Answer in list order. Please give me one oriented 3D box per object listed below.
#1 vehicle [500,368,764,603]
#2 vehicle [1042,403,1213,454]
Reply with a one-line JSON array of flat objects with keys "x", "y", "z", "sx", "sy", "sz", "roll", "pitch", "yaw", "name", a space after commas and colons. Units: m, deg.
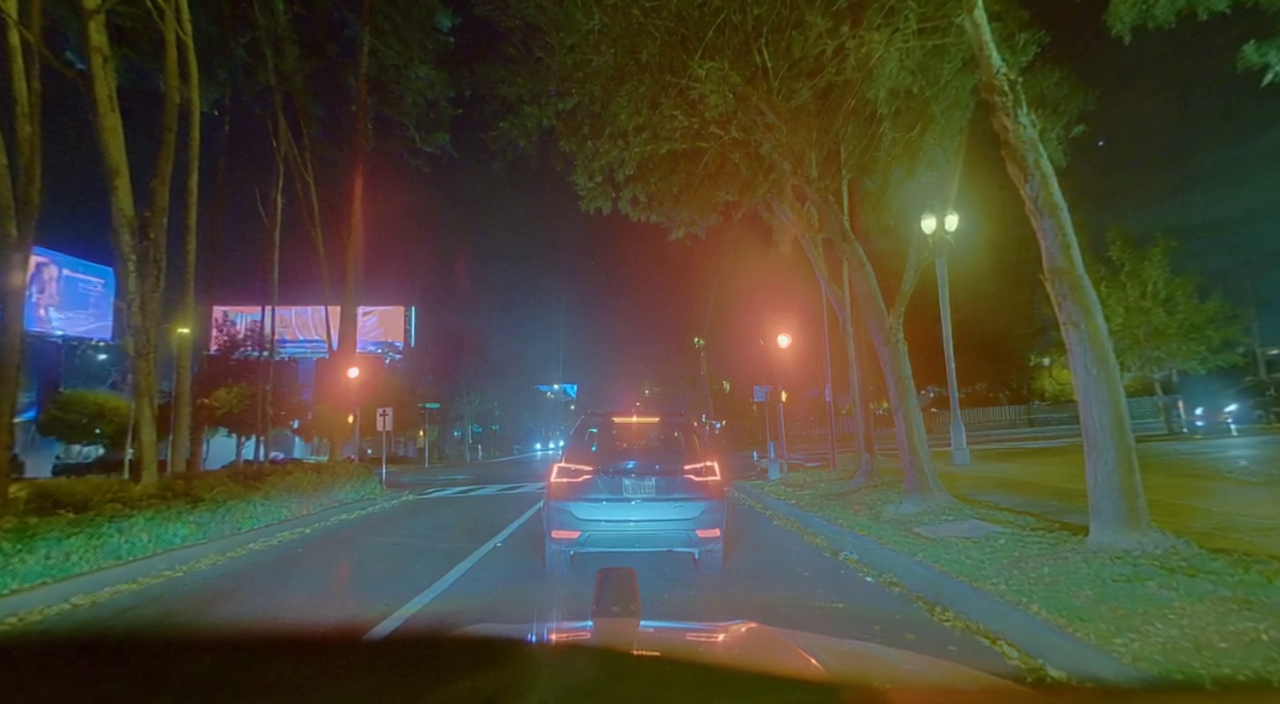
[{"x": -0.063, "y": 1.361, "z": 7.135, "sx": 2.142, "sy": 1.904, "sz": 3.816, "roll": -1, "pitch": -8, "yaw": 0, "name": "vehicle"}, {"x": 15.273, "y": 2.448, "z": 19.945, "sx": 3.750, "sy": 1.502, "sz": 1.781, "roll": -2, "pitch": -8, "yaw": 13, "name": "vehicle"}]
